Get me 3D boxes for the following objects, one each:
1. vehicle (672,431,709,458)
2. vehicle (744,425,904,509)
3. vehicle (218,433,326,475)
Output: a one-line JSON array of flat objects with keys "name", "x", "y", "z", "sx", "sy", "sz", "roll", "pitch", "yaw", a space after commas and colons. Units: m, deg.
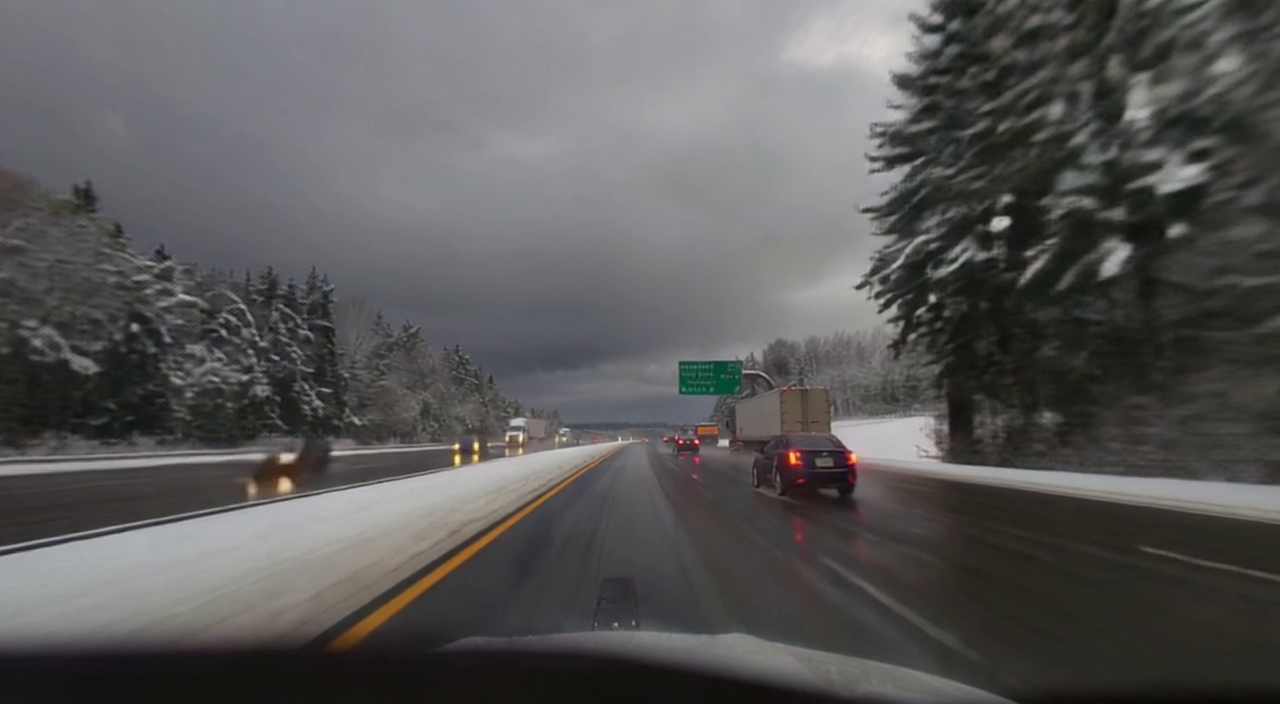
[{"name": "vehicle", "x": 3.308, "y": 6.169, "z": 42.078, "sx": 2.011, "sy": 1.672, "sz": 4.415, "roll": 0, "pitch": -8, "yaw": -2}, {"name": "vehicle", "x": 3.735, "y": 2.406, "z": 13.754, "sx": 1.986, "sy": 1.501, "sz": 4.529, "roll": 0, "pitch": -8, "yaw": -2}, {"name": "vehicle", "x": -13.421, "y": 3.725, "z": 23.254, "sx": 1.752, "sy": 1.411, "sz": 3.734, "roll": 0, "pitch": -8, "yaw": 0}]
